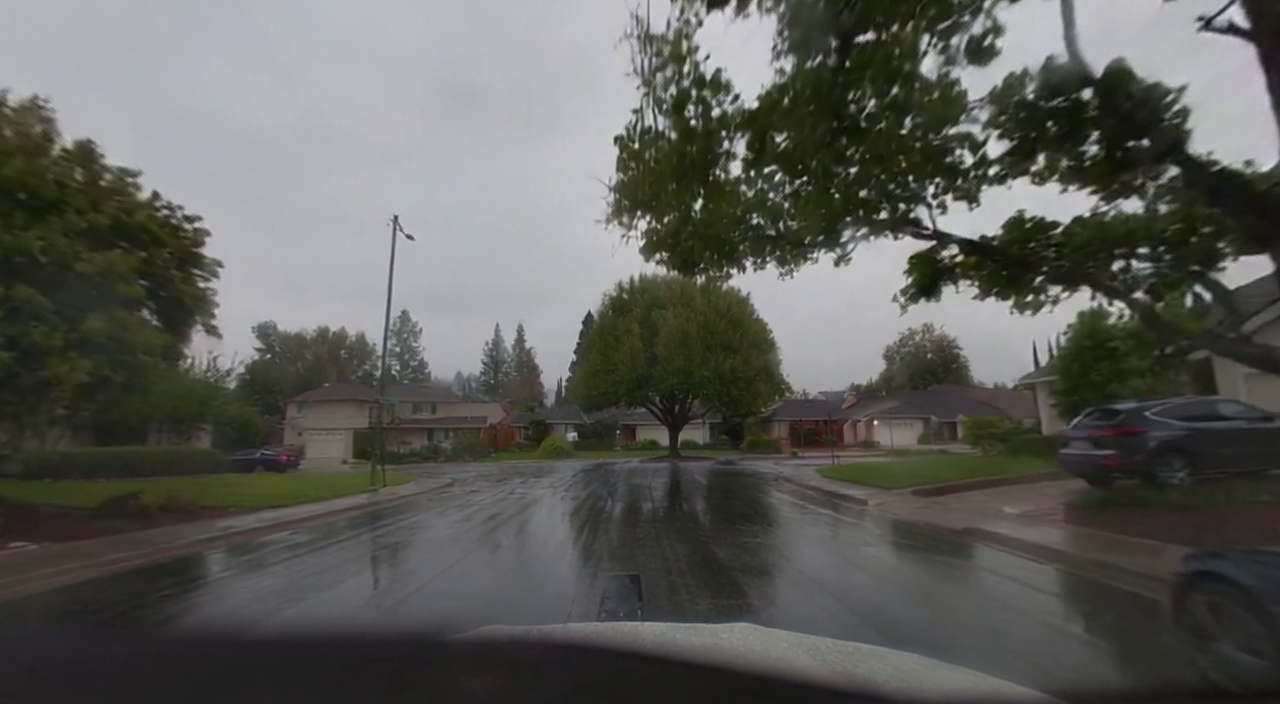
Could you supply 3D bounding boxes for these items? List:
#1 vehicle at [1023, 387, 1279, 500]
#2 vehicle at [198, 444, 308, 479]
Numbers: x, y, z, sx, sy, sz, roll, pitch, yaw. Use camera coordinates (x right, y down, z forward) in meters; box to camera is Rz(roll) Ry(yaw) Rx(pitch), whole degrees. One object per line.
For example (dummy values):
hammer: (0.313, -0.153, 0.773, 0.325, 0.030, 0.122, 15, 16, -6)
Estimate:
vehicle: (10.627, 1.721, 12.224, 4.888, 1.807, 2.224, -3, -8, 0)
vehicle: (-20.876, 5.919, 34.227, 4.594, 1.778, 2.055, 0, -8, 0)
